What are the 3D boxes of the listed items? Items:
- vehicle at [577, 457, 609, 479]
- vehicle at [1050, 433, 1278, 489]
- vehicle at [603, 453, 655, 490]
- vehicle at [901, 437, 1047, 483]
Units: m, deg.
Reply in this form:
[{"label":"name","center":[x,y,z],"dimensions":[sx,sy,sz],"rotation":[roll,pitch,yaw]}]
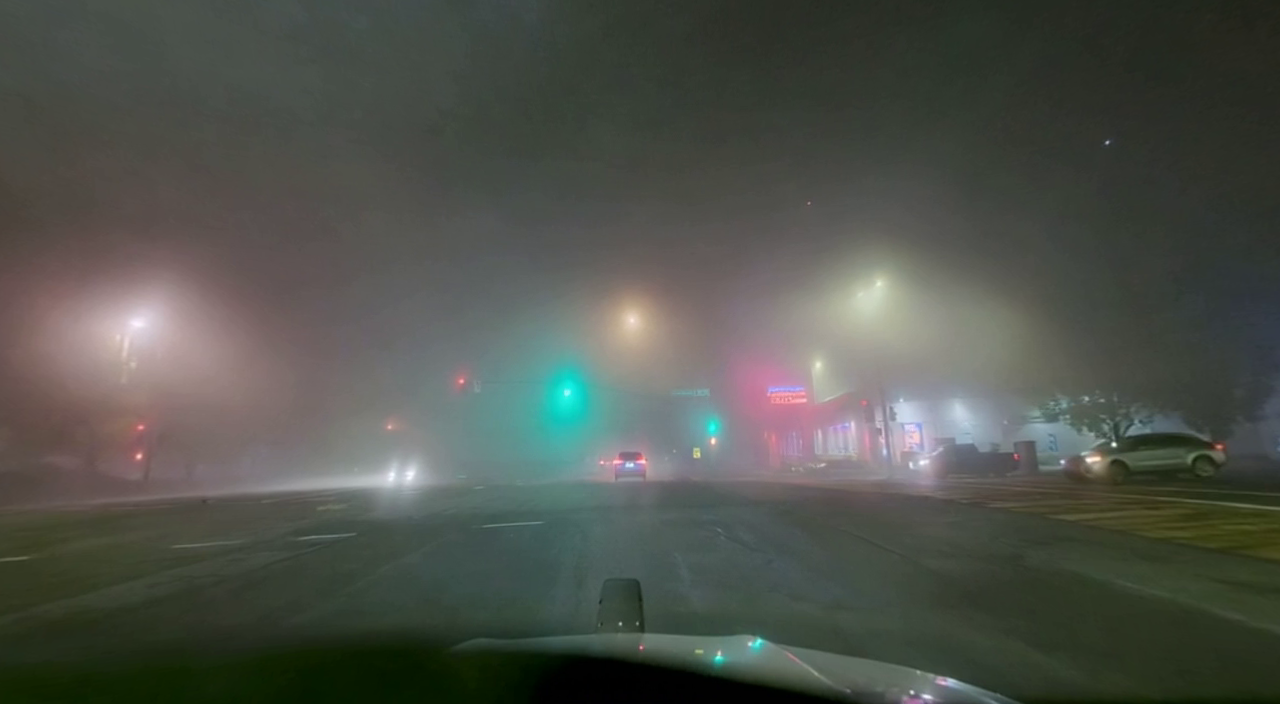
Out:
[{"label":"vehicle","center":[-3.461,8.573,46.888],"dimensions":[1.967,1.504,4.101],"rotation":[0,-9,1]},{"label":"vehicle","center":[14.769,3.079,18.033],"dimensions":[4.801,1.473,1.922],"rotation":[0,-9,-1]},{"label":"vehicle","center":[-0.436,5.237,27.982],"dimensions":[2.115,1.461,3.976],"rotation":[0,-8,1]},{"label":"vehicle","center":[14.410,4.665,27.498],"dimensions":[5.174,1.878,2.000],"rotation":[0,-9,-1]}]
